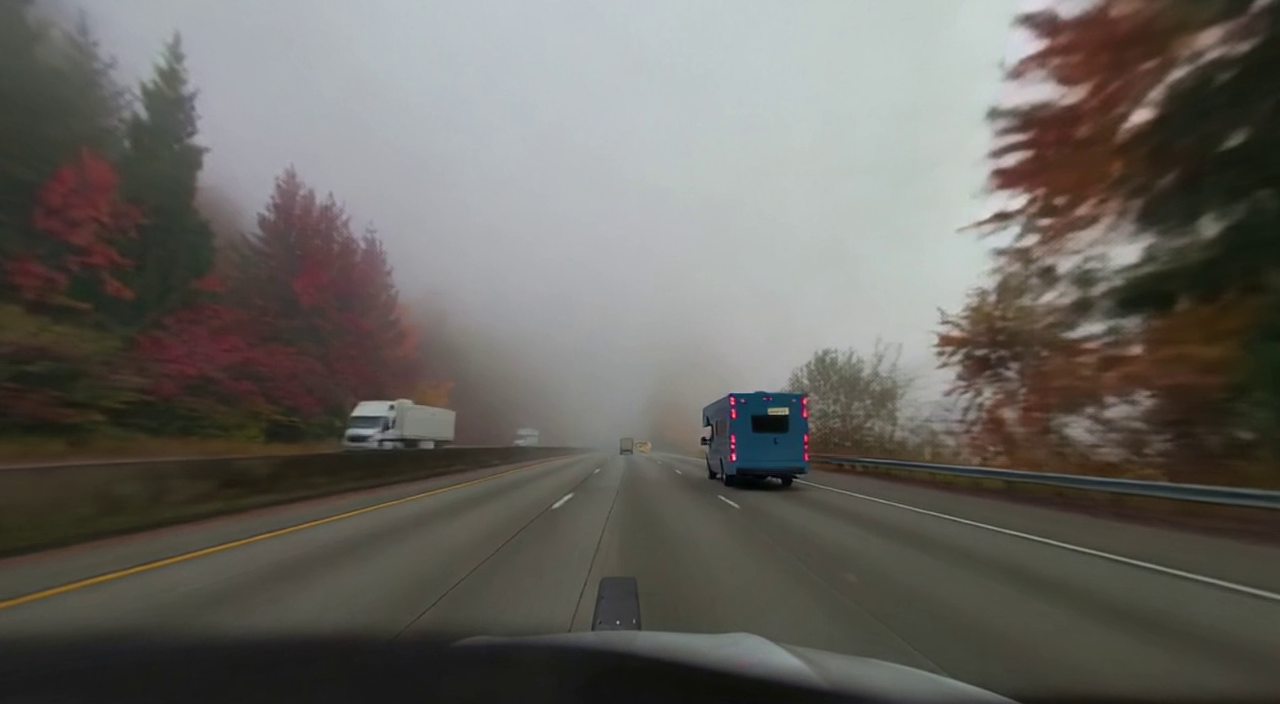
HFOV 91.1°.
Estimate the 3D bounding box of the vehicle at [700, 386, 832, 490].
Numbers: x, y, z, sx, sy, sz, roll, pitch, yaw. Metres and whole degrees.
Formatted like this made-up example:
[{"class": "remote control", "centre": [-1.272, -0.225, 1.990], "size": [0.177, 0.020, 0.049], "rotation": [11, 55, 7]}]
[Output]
[{"class": "vehicle", "centre": [3.822, 2.851, 20.996], "size": [2.815, 2.876, 7.101], "rotation": [0, -8, -1]}]
